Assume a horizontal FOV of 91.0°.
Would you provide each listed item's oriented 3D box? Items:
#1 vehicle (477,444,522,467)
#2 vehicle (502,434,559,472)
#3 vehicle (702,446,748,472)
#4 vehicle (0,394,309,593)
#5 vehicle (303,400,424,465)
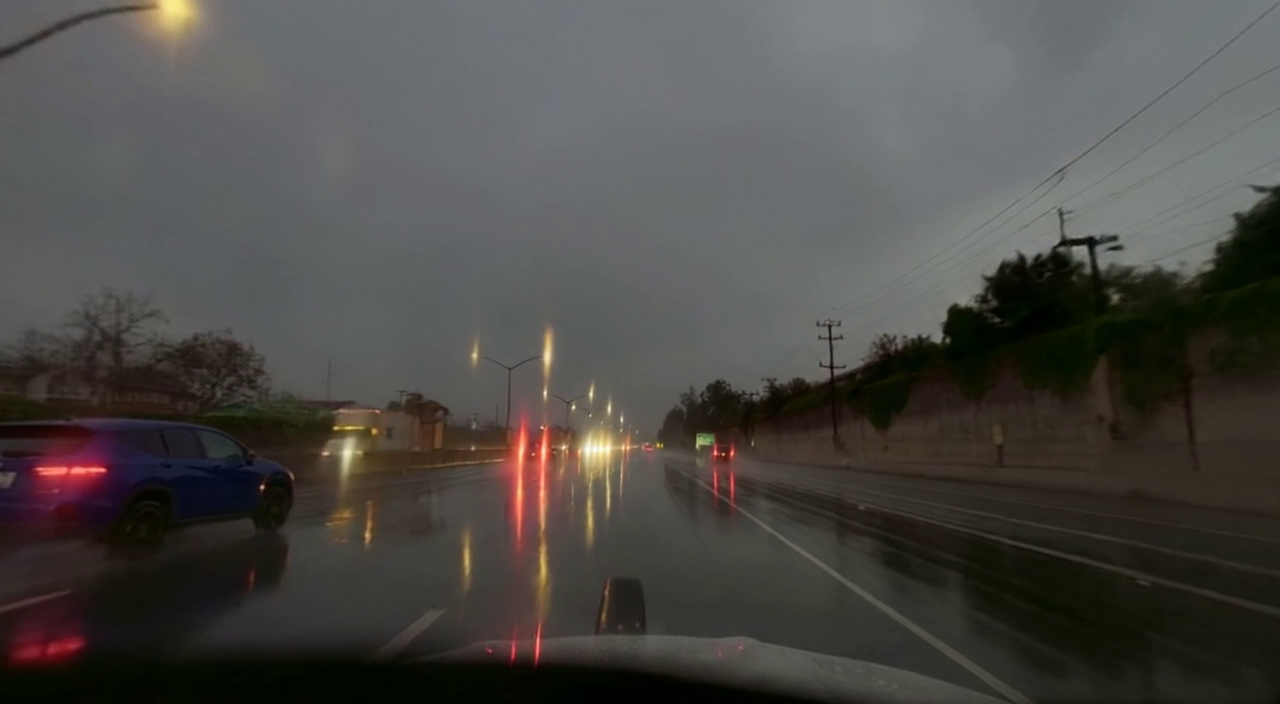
[{"bbox_3d":[-9.774,7.226,44.000,2.042,1.485,4.395,1,-9,1],"label":"vehicle"},{"bbox_3d":[-6.061,5.684,35.498,2.255,1.934,4.868,1,-9,1],"label":"vehicle"},{"bbox_3d":[5.237,6.667,39.430,2.251,1.520,4.550,1,-9,-1],"label":"vehicle"},{"bbox_3d":[-6.404,1.556,7.773,2.058,1.698,4.567,1,-9,1],"label":"vehicle"},{"bbox_3d":[-18.842,5.797,44.144,3.188,3.921,11.276,1,-9,1],"label":"vehicle"}]
